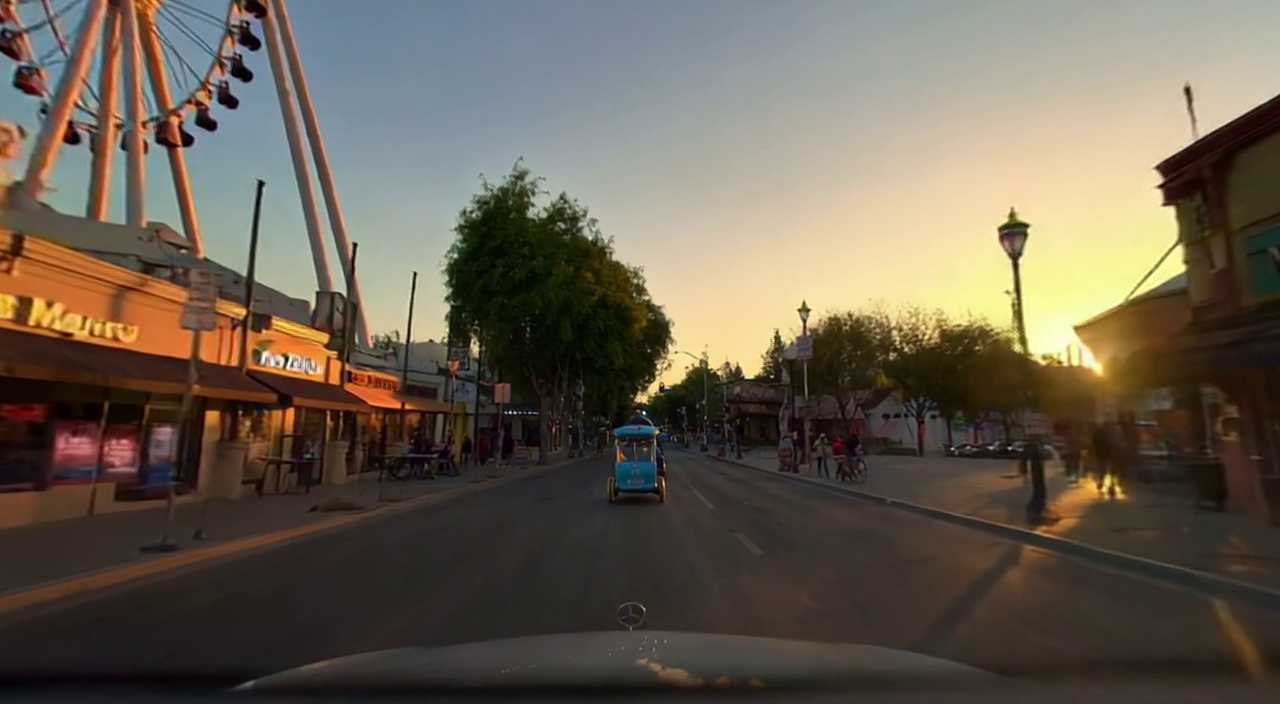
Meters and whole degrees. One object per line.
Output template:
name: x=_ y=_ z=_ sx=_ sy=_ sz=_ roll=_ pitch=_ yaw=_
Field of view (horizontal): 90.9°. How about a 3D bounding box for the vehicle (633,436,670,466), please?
vehicle: x=0.746 y=6.310 z=40.362 sx=2.221 sy=1.773 sz=4.228 roll=-1 pitch=-9 yaw=1
